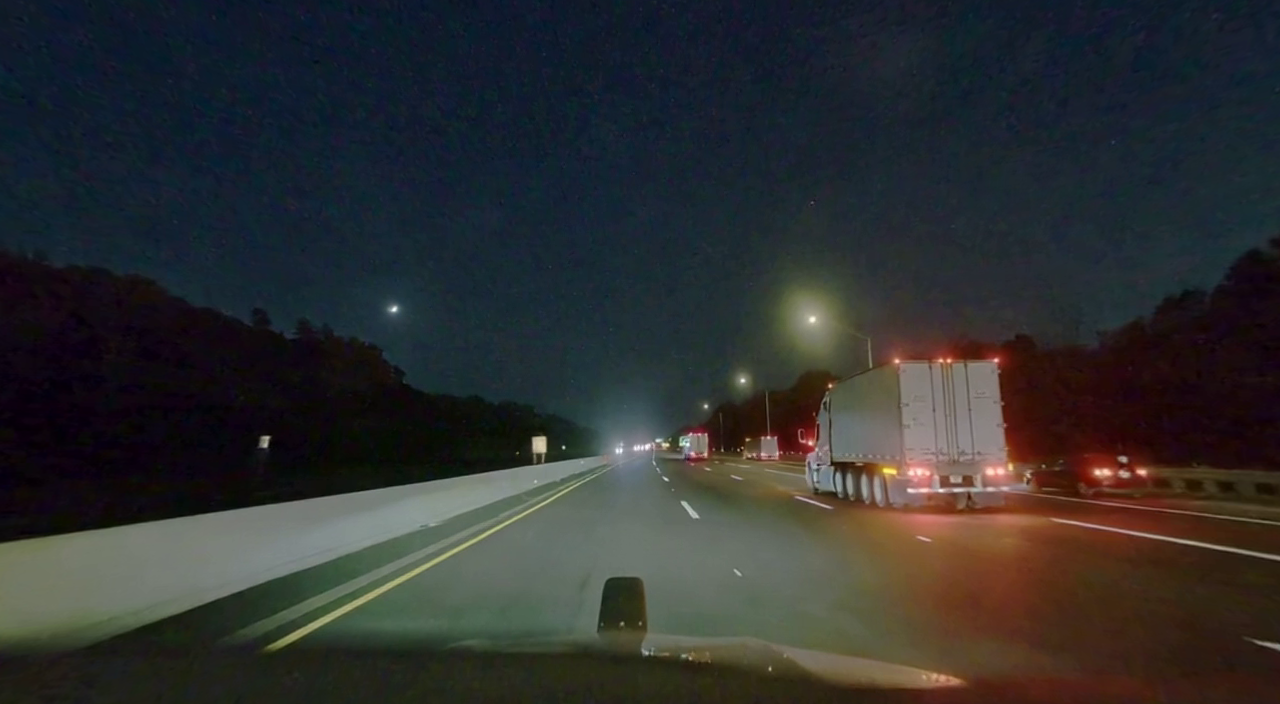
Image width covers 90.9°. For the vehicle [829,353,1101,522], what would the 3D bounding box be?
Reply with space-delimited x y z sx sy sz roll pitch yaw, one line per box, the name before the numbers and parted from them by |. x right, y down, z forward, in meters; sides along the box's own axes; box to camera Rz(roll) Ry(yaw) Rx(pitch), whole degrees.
vehicle | 7.265 2.184 15.741 2.690 3.197 7.515 0 -9 0
